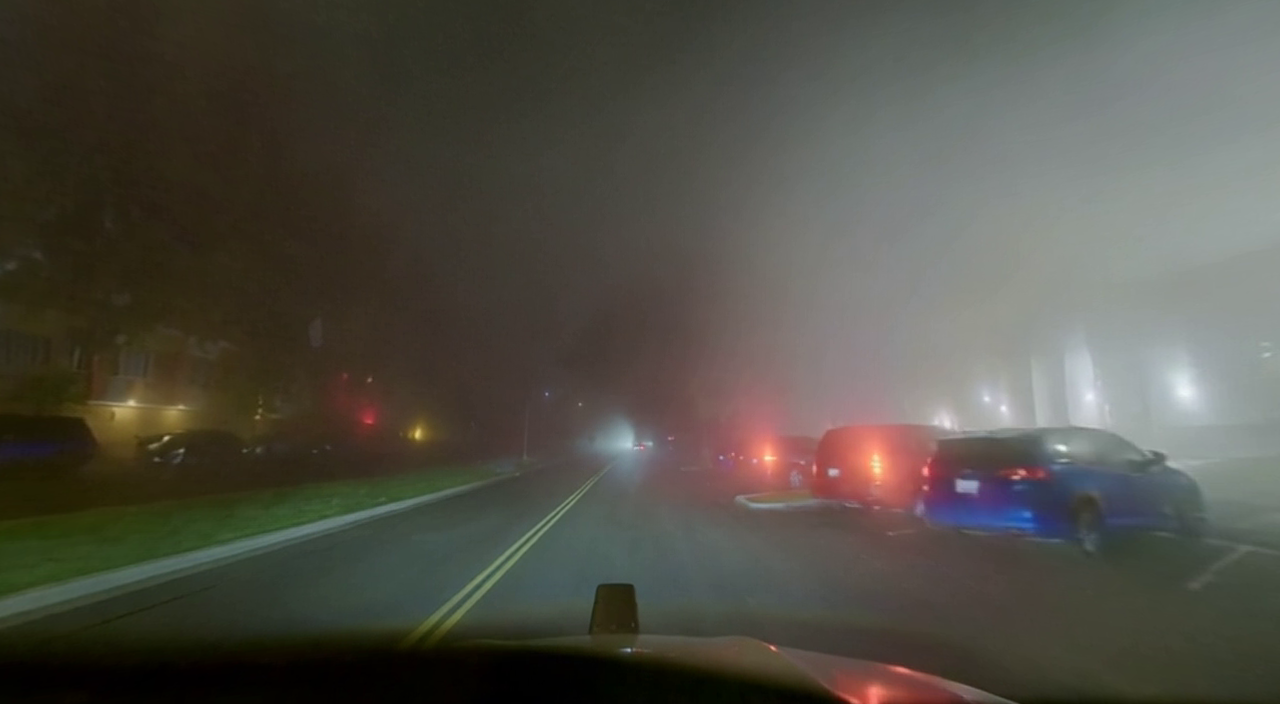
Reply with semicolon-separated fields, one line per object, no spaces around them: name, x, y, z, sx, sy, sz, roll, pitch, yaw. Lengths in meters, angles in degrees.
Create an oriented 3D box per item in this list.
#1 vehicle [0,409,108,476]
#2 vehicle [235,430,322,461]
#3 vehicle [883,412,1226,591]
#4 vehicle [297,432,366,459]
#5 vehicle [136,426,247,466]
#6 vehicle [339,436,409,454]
vehicle;-18.676;2.609;18.465;1.972;1.839;4.553;3;-8;1
vehicle;-18.601;4.836;32.648;1.811;1.502;4.639;0;-8;0
vehicle;4.912;1.529;7.323;4.047;1.497;1.898;5;-10;-36
vehicle;-18.869;5.757;38.754;1.869;1.494;4.833;0;-8;-2
vehicle;-18.673;3.944;26.468;1.807;1.501;4.134;0;-8;-3
vehicle;-19.403;6.804;46.325;2.389;1.206;6.247;-1;-7;1
